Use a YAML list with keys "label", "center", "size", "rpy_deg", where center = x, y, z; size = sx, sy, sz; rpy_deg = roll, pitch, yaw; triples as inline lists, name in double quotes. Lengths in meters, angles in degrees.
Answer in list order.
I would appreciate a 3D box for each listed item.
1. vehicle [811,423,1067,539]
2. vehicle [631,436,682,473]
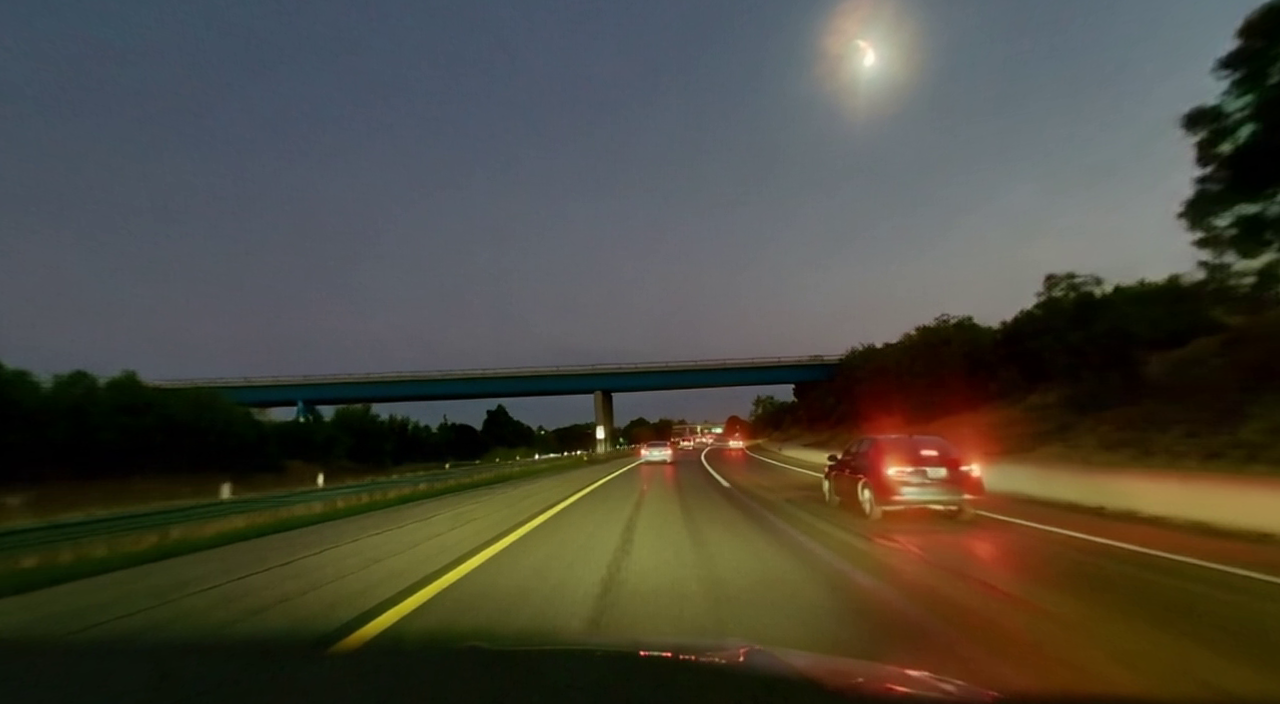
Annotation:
- label: "vehicle"
  center: [4.487, 2.015, 10.479]
  size: [2.163, 1.489, 4.470]
  rpy_deg: [0, -8, 2]
- label: "vehicle"
  center: [0.756, 4.370, 27.029]
  size: [1.993, 1.461, 3.812]
  rpy_deg: [-1, -8, 3]
